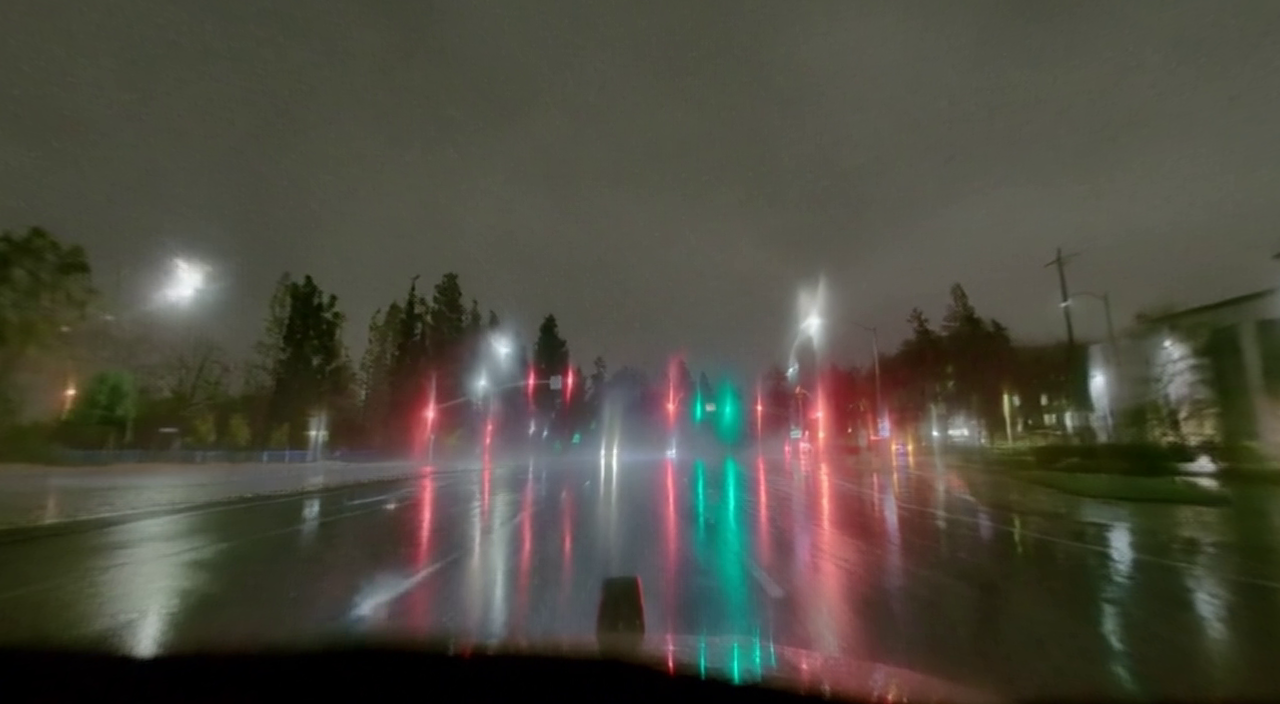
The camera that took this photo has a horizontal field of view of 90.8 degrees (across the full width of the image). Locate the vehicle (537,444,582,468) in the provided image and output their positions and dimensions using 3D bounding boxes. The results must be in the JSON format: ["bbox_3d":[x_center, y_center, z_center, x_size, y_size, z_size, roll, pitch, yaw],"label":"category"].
[{"bbox_3d":[-5.311,6.944,42.268,1.893,1.503,4.309,-2,-9,9],"label":"vehicle"}]
